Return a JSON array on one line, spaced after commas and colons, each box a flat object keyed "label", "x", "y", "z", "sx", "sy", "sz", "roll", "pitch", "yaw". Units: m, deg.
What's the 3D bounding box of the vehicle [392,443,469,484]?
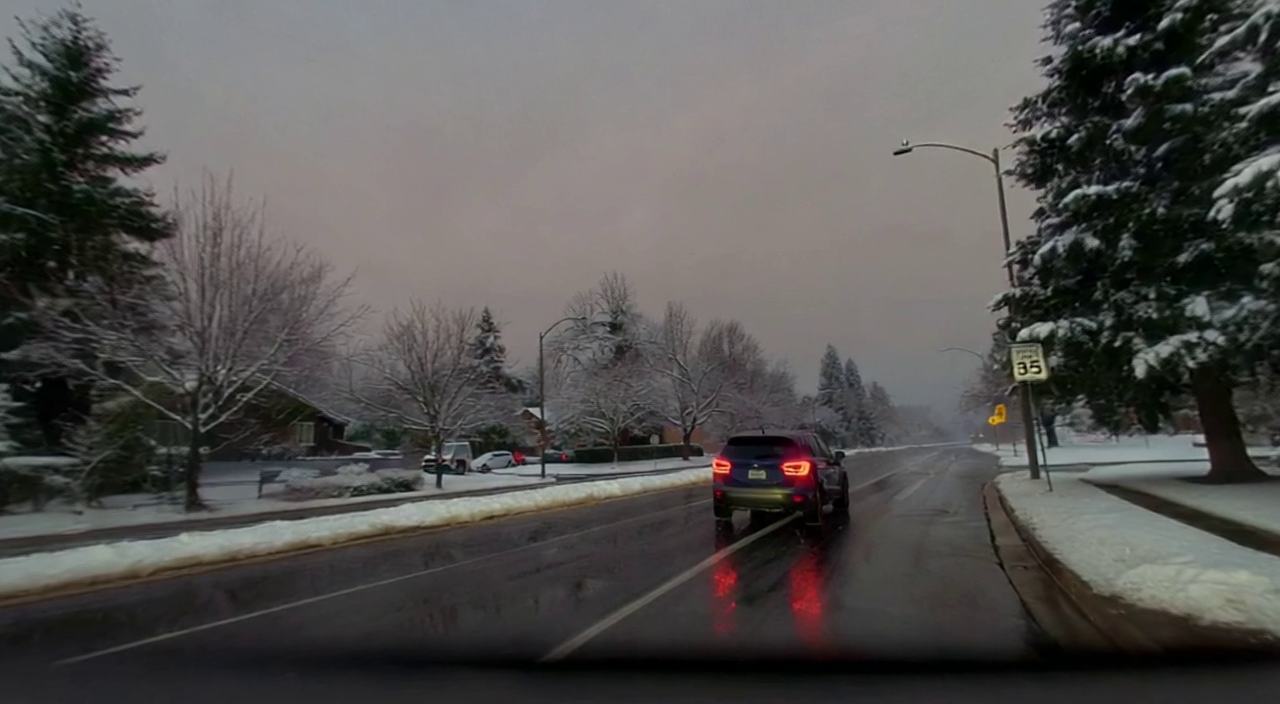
[{"label": "vehicle", "x": -14.882, "y": 7.966, "z": 45.138, "sx": 2.329, "sy": 2.631, "sz": 5.560, "roll": -6, "pitch": -11, "yaw": 19}]

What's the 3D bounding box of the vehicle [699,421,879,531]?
[{"label": "vehicle", "x": 3.150, "y": 2.342, "z": 12.572, "sx": 2.018, "sy": 1.733, "sz": 4.546, "roll": -6, "pitch": -10, "yaw": 32}]
